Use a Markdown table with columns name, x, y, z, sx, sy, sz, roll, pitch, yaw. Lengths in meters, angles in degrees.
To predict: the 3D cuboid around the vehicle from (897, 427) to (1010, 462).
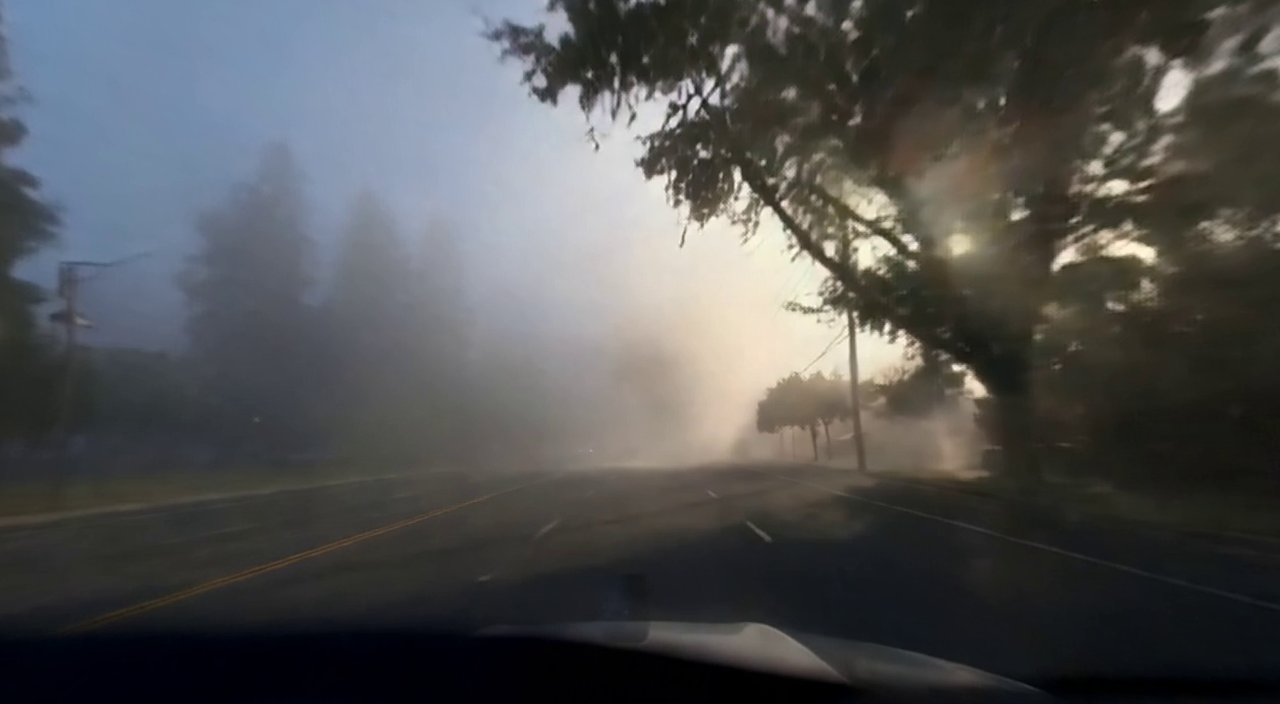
| name | x | y | z | sx | sy | sz | roll | pitch | yaw |
| --- | --- | --- | --- | --- | --- | --- | --- | --- | --- |
| vehicle | 15.198 | 4.527 | 30.716 | 4.455 | 1.588 | 1.858 | 1 | -9 | -2 |

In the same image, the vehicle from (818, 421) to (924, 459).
| name | x | y | z | sx | sy | sz | roll | pitch | yaw |
| --- | --- | --- | --- | --- | --- | --- | --- | --- | --- |
| vehicle | 14.890 | 5.699 | 40.934 | 5.886 | 2.000 | 2.372 | -4 | -8 | 5 |
